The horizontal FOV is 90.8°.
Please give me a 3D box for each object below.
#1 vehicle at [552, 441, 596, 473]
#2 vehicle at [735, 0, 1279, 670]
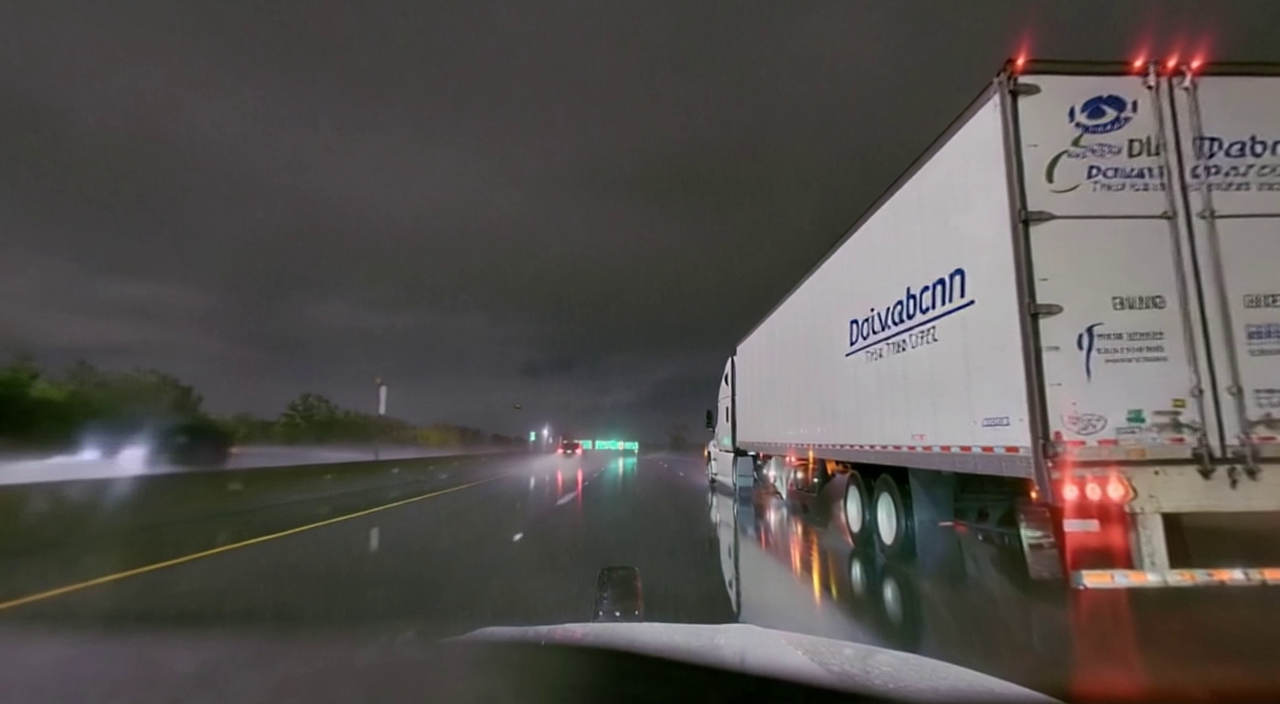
[{"bbox_3d":[-3.624,5.795,35.236,2.030,1.657,3.926,0,-8,0],"label":"vehicle"},{"bbox_3d":[3.935,0.634,10.111,2.962,4.132,12.720,0,-8,0],"label":"vehicle"}]
